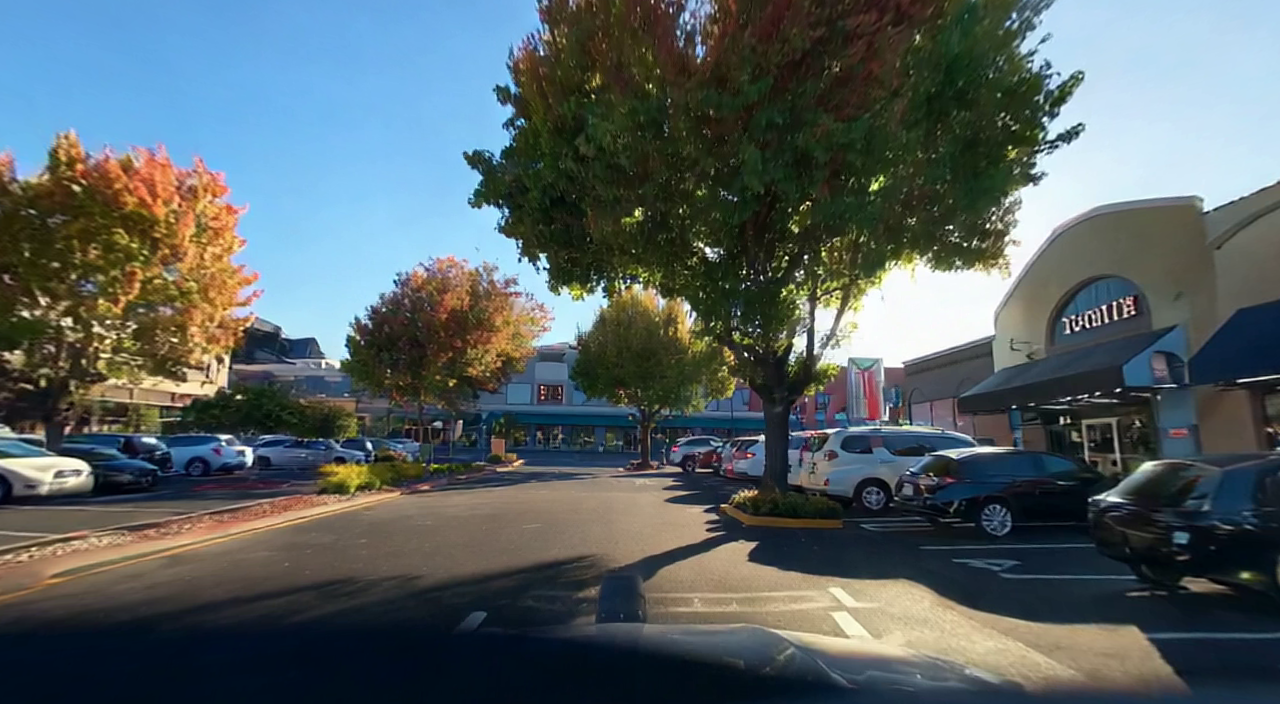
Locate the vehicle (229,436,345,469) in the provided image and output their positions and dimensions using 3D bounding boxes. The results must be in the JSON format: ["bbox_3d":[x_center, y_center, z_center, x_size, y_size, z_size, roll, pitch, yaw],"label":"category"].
[{"bbox_3d":[-17.282,4.911,31.069,4.651,1.494,1.914,6,-11,-37],"label":"vehicle"}]

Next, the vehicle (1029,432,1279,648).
[{"bbox_3d":[6.276,1.494,5.670,4.198,1.491,2.100,1,-8,-4],"label":"vehicle"}]

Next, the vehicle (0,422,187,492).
[{"bbox_3d":[-15.435,2.904,17.677,4.148,1.757,1.963,7,-11,-40],"label":"vehicle"}]
